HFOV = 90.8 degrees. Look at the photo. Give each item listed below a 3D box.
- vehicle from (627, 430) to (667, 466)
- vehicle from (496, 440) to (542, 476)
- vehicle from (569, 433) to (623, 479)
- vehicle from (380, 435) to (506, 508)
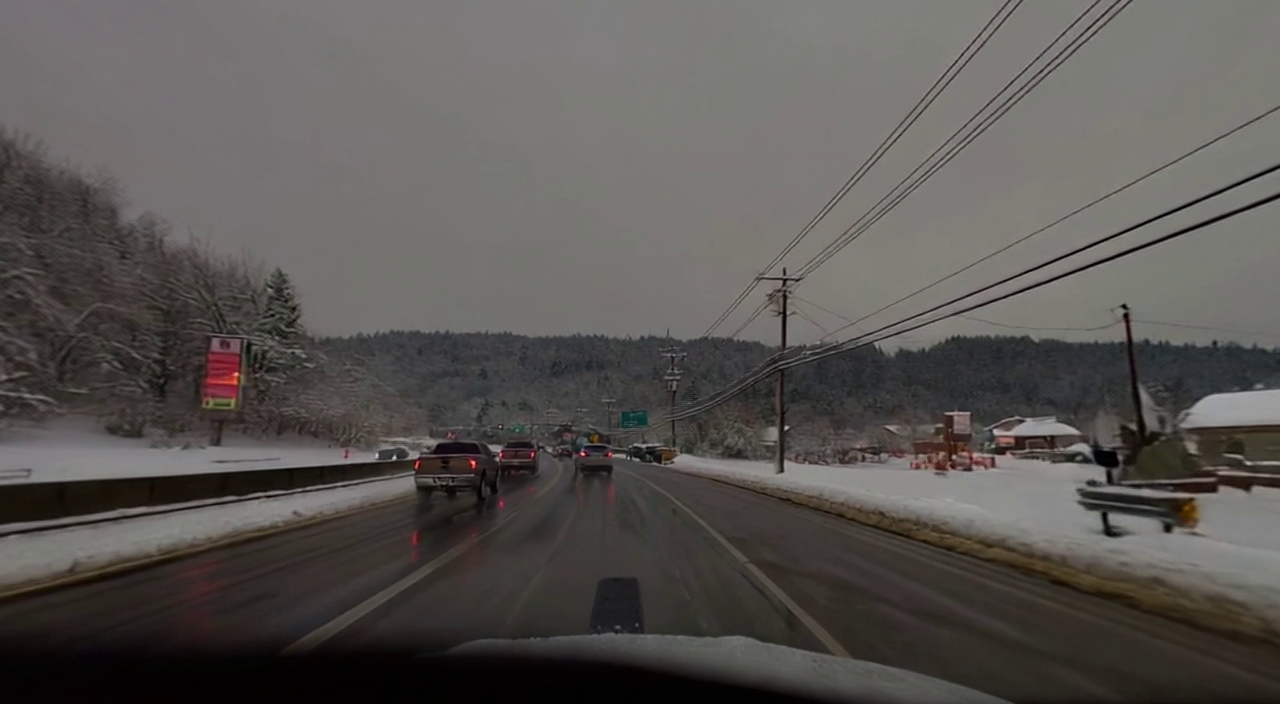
[{"bbox_3d":[0.481,7.518,49.533,2.256,2.597,4.534,2,-9,-12],"label":"vehicle"},{"bbox_3d":[-7.241,6.377,38.388,2.345,2.012,5.693,1,-9,-7],"label":"vehicle"},{"bbox_3d":[-2.460,5.559,34.076,2.486,2.280,5.291,1,-9,-8],"label":"vehicle"},{"bbox_3d":[-5.241,3.230,17.575,2.185,1.721,4.550,0,-9,-3],"label":"vehicle"}]
